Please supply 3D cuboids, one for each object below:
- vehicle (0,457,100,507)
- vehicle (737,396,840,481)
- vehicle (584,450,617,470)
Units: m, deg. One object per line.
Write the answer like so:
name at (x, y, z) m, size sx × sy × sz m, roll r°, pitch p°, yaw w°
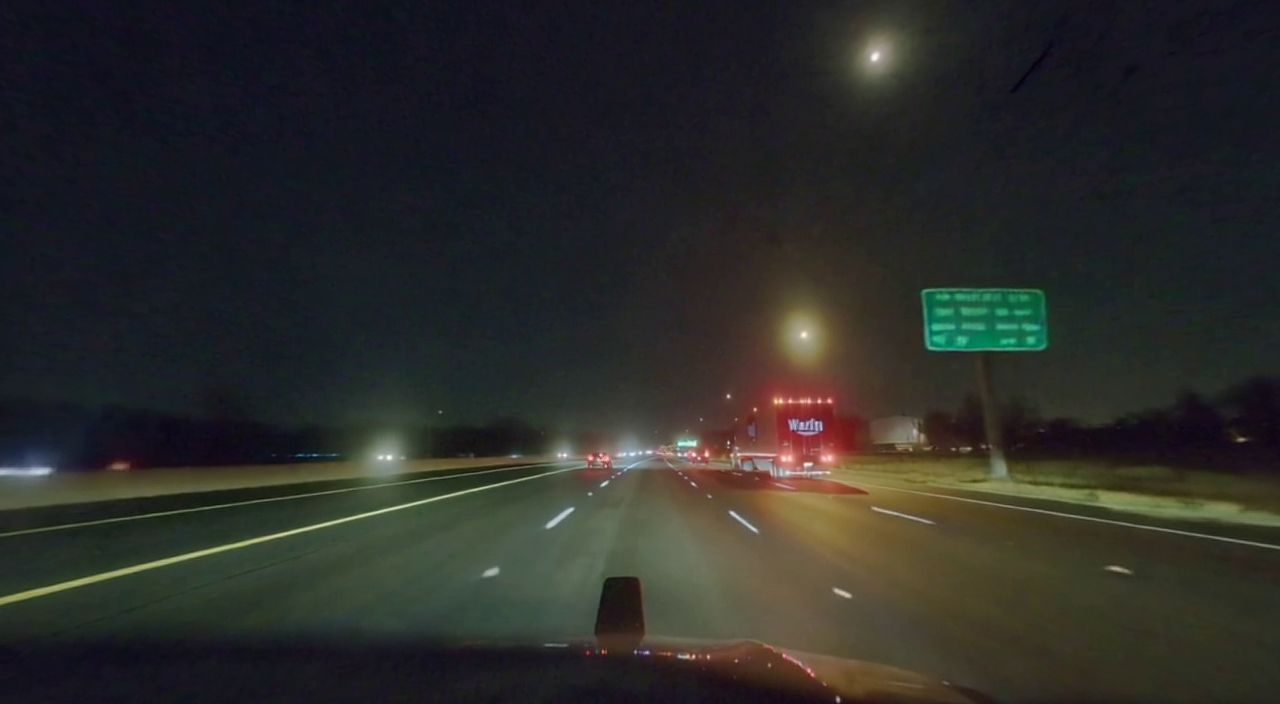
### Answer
vehicle at (-24.808, 5.122, 25.090) m, size 2.007 × 1.759 × 4.906 m, roll 0°, pitch -9°, yaw 3°
vehicle at (8.470, 5.425, 38.654) m, size 2.912 × 4.143 × 15.538 m, roll 0°, pitch -9°, yaw 1°
vehicle at (-3.052, 8.446, 49.412) m, size 2.164 × 1.507 × 4.748 m, roll 0°, pitch -9°, yaw 1°
